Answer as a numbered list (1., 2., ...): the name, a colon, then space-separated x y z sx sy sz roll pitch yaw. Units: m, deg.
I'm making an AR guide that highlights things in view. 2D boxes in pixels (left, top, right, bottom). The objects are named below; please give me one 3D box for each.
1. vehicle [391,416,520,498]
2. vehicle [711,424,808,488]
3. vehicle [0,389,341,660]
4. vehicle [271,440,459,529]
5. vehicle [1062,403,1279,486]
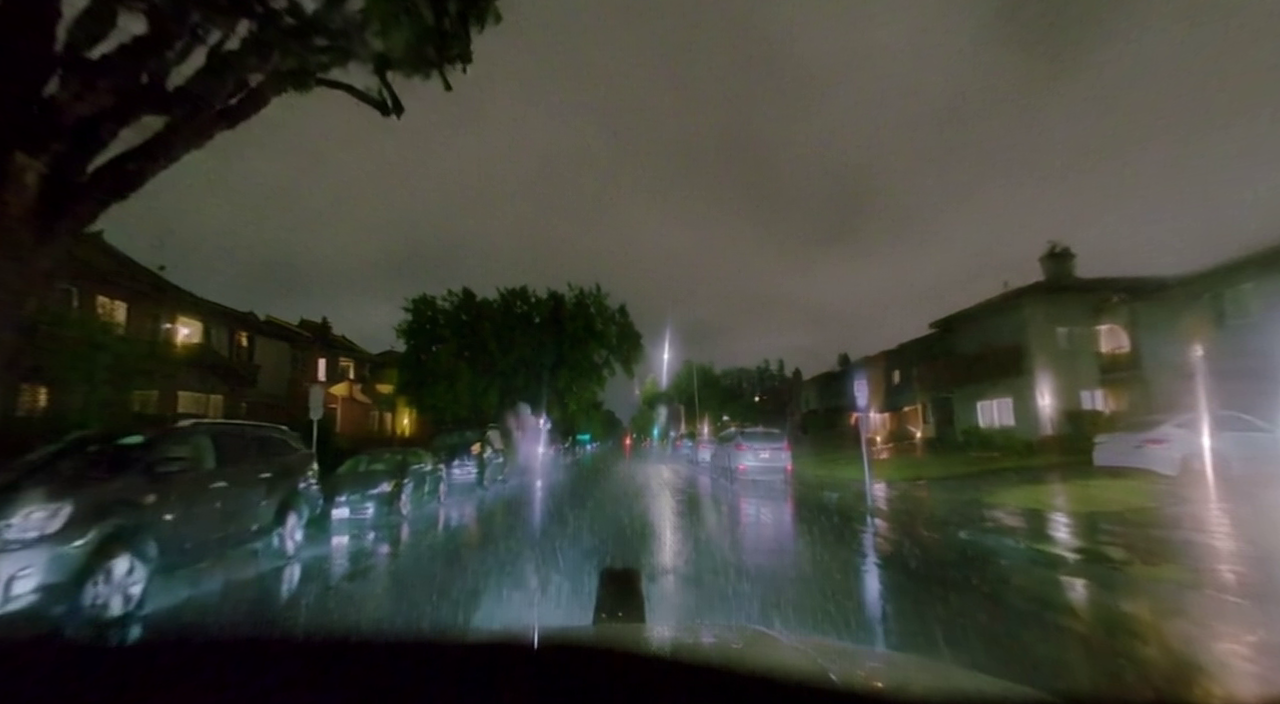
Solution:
1. vehicle: -5.352 3.127 19.291 2.390 2.123 5.371 0 -8 -1
2. vehicle: 3.498 3.135 19.478 1.994 1.710 4.699 0 -8 -1
3. vehicle: -5.299 1.507 6.746 2.042 1.850 4.758 0 -8 -3
4. vehicle: -5.275 2.549 12.927 1.858 1.456 4.587 0 -8 -1
5. vehicle: 11.381 1.858 12.768 4.336 1.520 1.876 0 -8 -2
